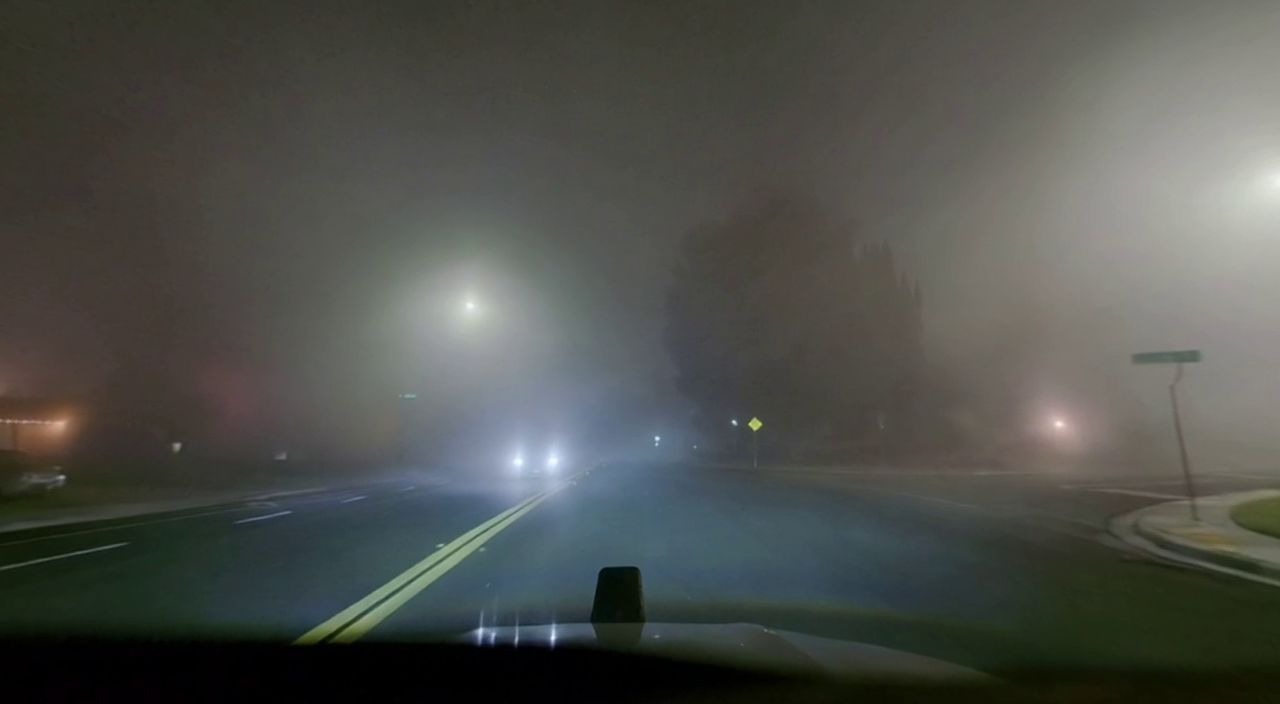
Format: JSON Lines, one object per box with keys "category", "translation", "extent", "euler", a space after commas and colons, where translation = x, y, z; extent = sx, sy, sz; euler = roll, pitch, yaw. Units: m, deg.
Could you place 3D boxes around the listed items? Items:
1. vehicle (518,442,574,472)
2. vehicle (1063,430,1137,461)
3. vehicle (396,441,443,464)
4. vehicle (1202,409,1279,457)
{"category": "vehicle", "translation": [-5.020, 5.694, 34.492], "extent": [2.088, 1.490, 4.524], "euler": [-1, -8, 4]}
{"category": "vehicle", "translation": [25.528, 5.232, 35.271], "extent": [2.000, 1.594, 4.976], "euler": [-4, -9, 21]}
{"category": "vehicle", "translation": [-17.375, 7.920, 49.801], "extent": [2.838, 1.748, 1.892], "euler": [-1, -8, 7]}
{"category": "vehicle", "translation": [34.032, 4.482, 34.483], "extent": [2.411, 2.381, 6.645], "euler": [-3, -9, 19]}
